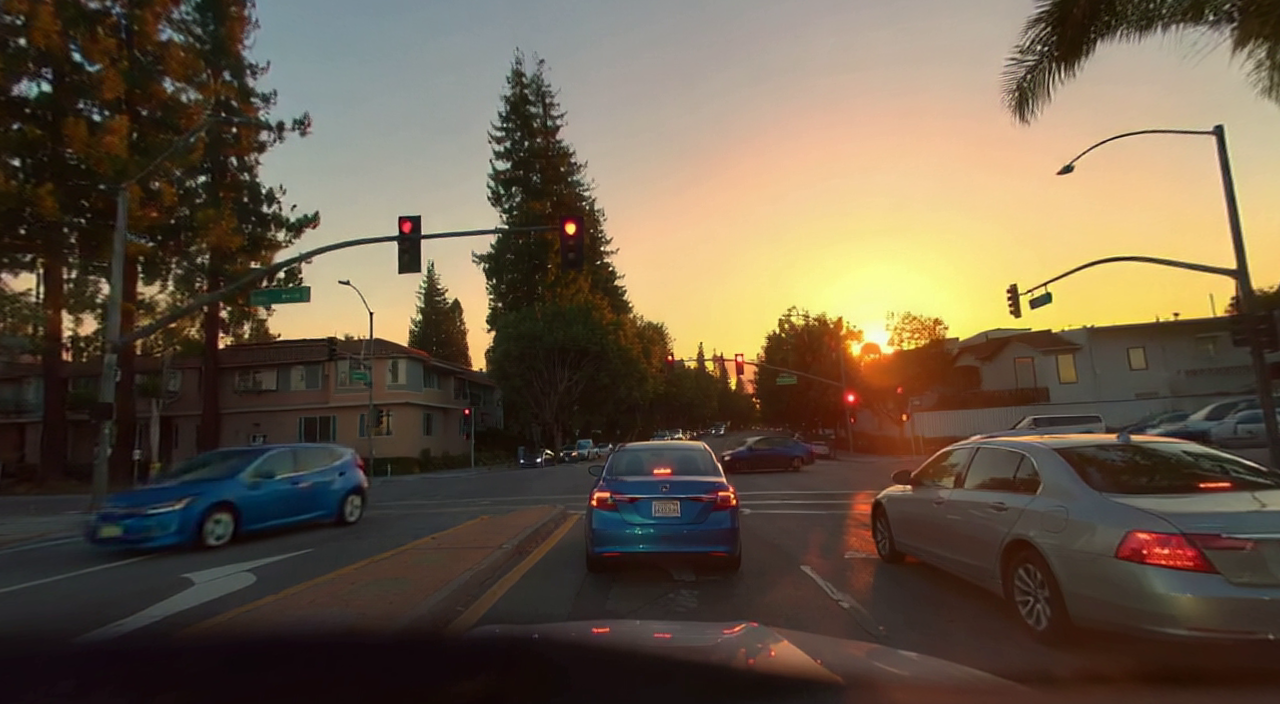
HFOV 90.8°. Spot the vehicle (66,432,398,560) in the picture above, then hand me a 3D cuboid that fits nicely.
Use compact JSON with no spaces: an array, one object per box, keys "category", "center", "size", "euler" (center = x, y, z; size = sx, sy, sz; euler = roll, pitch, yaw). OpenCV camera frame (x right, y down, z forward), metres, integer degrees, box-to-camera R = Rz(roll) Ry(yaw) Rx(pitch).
[{"category":"vehicle","center":[-6.599,2.314,11.045],"size":[1.996,1.705,4.577],"euler":[-3,-9,16]}]

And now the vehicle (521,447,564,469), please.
[{"category":"vehicle","center":[-6.917,7.581,45.311],"size":[2.093,1.476,4.278],"euler":[-1,-9,4]}]

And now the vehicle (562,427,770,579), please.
[{"category":"vehicle","center":[0.298,1.817,8.331],"size":[2.090,1.505,3.756],"euler":[-1,-9,1]}]

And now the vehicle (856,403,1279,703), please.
[{"category":"vehicle","center":[3.661,1.341,5.446],"size":[1.888,1.486,4.681],"euler":[0,-9,-1]}]
